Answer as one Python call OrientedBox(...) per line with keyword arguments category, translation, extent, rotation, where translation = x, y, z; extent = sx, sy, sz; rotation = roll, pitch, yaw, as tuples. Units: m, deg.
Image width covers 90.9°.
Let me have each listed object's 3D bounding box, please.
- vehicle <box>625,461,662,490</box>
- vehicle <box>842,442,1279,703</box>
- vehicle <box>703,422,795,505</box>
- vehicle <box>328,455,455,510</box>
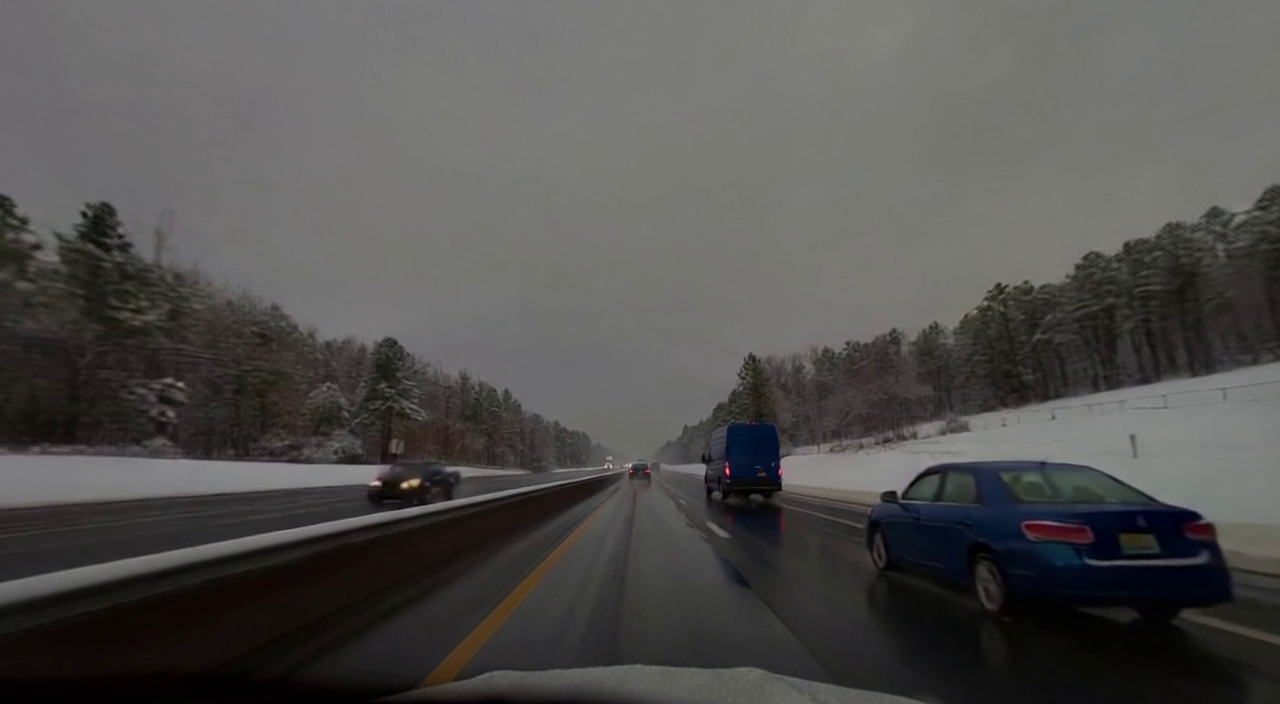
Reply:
OrientedBox(category="vehicle", translation=(0.232, 7.815, 39.955), extent=(2.212, 1.717, 4.452), rotation=(1, -10, 1))
OrientedBox(category="vehicle", translation=(3.887, 1.772, 6.225), extent=(2.073, 1.532, 4.969), rotation=(1, -10, -1))
OrientedBox(category="vehicle", translation=(4.384, 4.746, 26.778), extent=(2.563, 2.975, 6.941), rotation=(1, -10, -1))
OrientedBox(category="vehicle", translation=(-8.336, 4.447, 21.791), extent=(2.327, 1.627, 4.835), rotation=(0, -10, 1))
